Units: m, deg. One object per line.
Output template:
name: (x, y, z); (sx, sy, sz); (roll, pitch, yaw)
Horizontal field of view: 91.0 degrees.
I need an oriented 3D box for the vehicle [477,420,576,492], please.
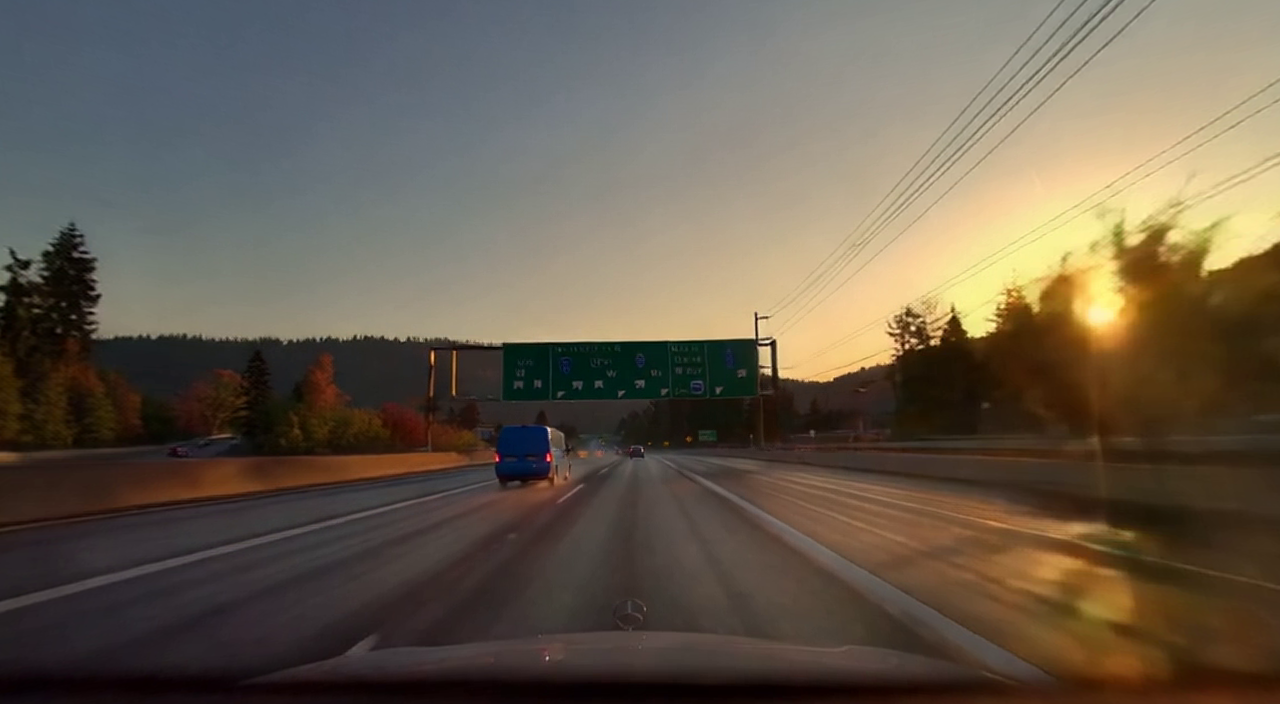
vehicle: (-3.462, 3.272, 20.152); (2.281, 2.025, 4.586); (0, -8, 0)
